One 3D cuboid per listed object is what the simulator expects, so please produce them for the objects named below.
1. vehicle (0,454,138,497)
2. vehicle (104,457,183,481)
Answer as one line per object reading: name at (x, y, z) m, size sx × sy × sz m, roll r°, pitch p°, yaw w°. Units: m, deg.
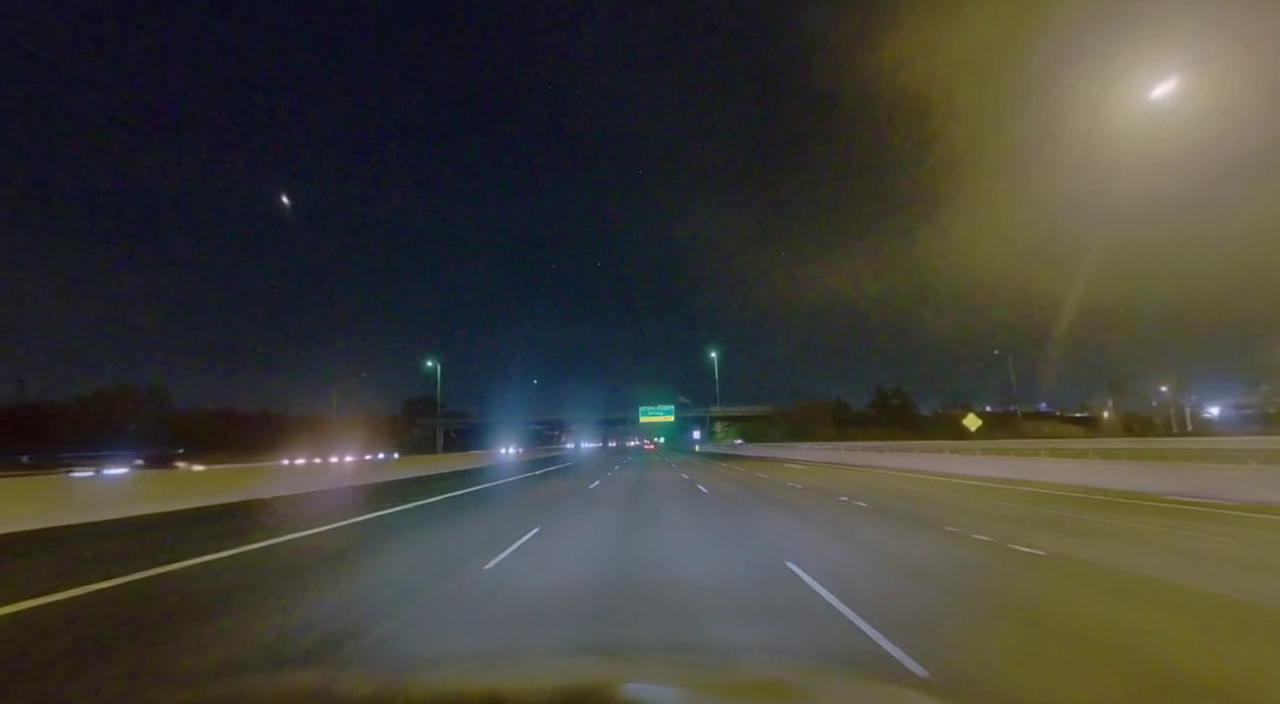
vehicle at (-23.349, 4.920, 25.544) m, size 1.856 × 1.495 × 5.003 m, roll 0°, pitch -8°, yaw 1°
vehicle at (-37.053, 8.757, 47.247) m, size 1.925 × 1.539 × 4.981 m, roll -1°, pitch -8°, yaw -2°
